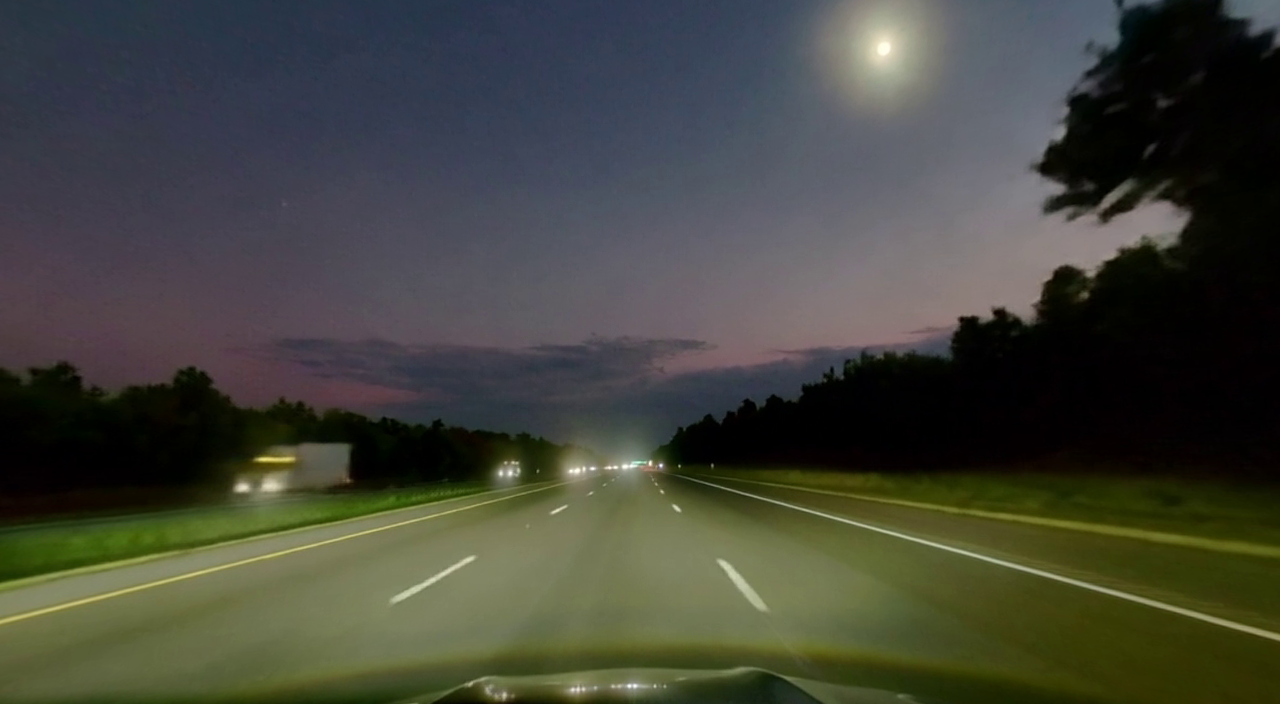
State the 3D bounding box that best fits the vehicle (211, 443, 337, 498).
[{"bbox_3d":[-16.836,5.546,29.522,2.243,2.265,5.976,1,-10,0],"label":"vehicle"}]
